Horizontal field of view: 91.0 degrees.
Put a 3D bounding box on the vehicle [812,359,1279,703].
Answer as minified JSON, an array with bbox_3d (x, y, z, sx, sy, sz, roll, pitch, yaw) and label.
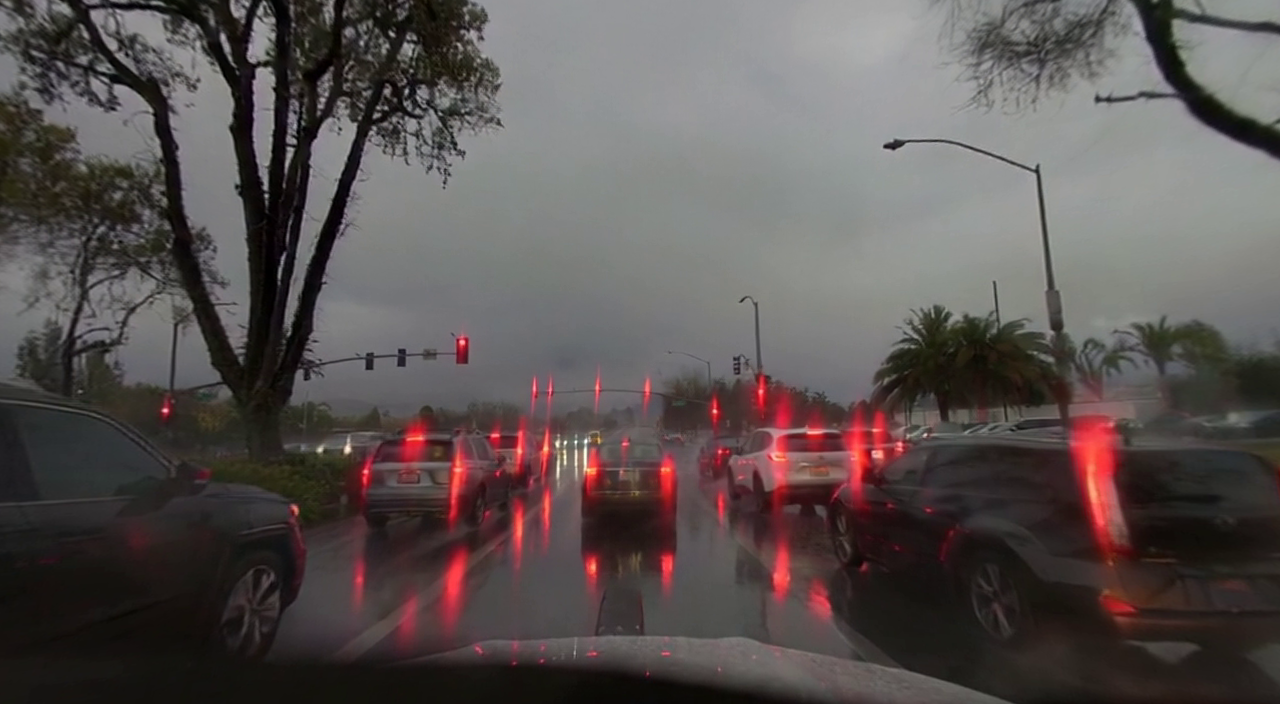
[{"bbox_3d":[3.138,1.191,5.208,2.074,1.685,4.387,0,-8,-2],"label":"vehicle"}]

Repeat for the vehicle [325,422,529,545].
[{"bbox_3d":[-3.101,1.993,10.262,1.896,1.546,4.378,0,-8,-2],"label":"vehicle"}]

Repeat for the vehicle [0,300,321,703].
[{"bbox_3d":[-3.208,0.690,1.989,2.079,1.756,4.676,0,-8,-2],"label":"vehicle"}]

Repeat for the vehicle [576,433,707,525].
[{"bbox_3d":[-0.050,2.285,11.896,2.076,1.438,3.770,0,-8,-2],"label":"vehicle"}]

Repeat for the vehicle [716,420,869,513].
[{"bbox_3d":[3.020,2.378,13.512,2.106,1.667,4.101,0,-8,-2],"label":"vehicle"}]
